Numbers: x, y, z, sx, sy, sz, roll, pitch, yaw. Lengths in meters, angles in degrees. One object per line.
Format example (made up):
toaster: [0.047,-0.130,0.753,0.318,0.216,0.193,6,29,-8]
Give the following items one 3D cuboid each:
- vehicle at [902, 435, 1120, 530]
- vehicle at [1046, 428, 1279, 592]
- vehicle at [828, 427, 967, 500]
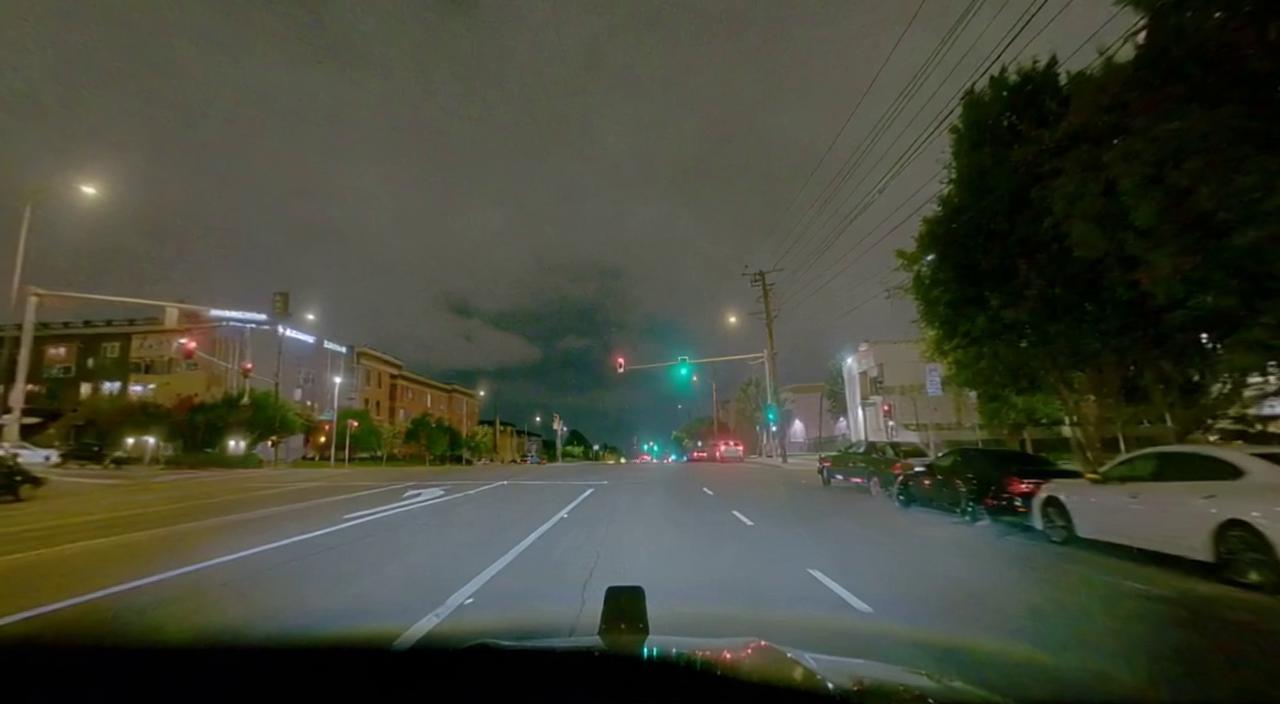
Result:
vehicle: [6.831,2.411,12.213,1.796,1.512,4.016,0,-9,1]
vehicle: [6.869,1.622,6.890,1.848,1.499,4.562,0,-8,1]
vehicle: [6.939,3.044,17.608,1.988,1.740,4.498,0,-9,1]
